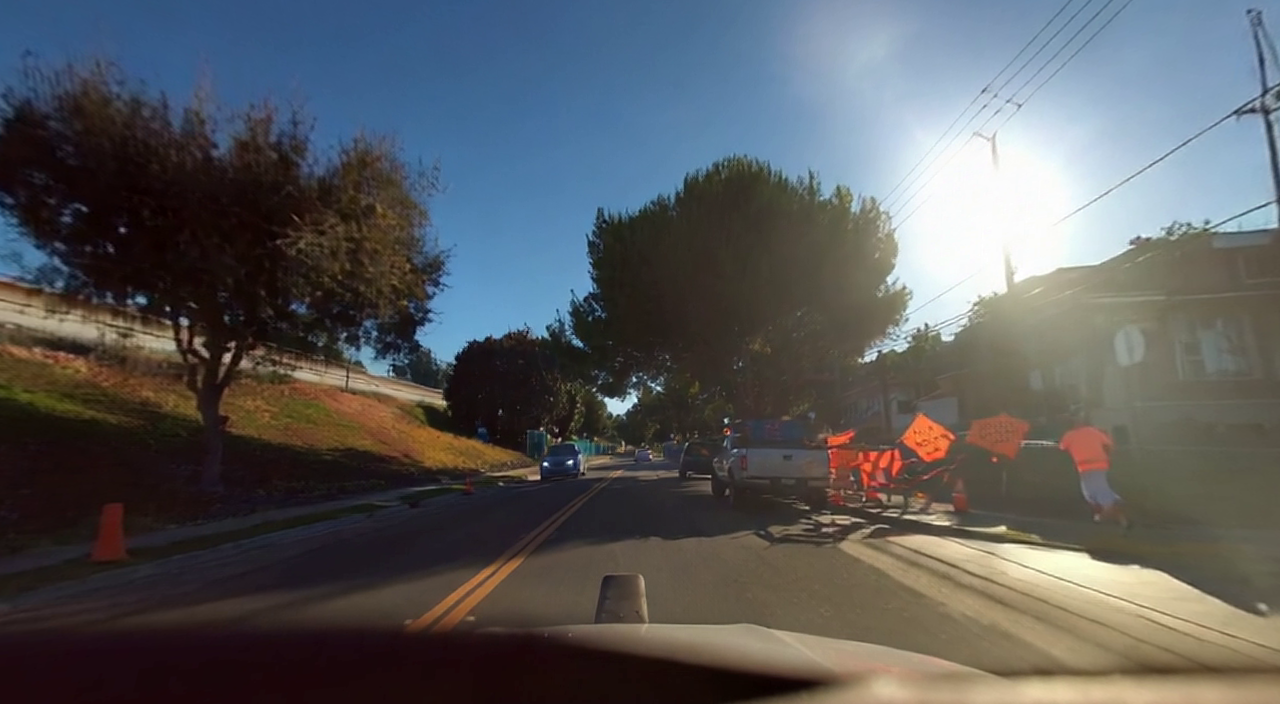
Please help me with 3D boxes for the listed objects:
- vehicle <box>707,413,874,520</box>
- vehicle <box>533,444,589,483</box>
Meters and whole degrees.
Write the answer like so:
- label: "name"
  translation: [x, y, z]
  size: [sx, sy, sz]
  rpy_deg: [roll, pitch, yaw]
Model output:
- label: "vehicle"
  translation: [3.357, 2.786, 15.865]
  size: [2.759, 2.114, 6.152]
  rpy_deg: [0, -9, 1]
- label: "vehicle"
  translation: [-3.658, 5.270, 30.121]
  size: [2.078, 1.716, 4.367]
  rpy_deg: [0, -9, 1]
